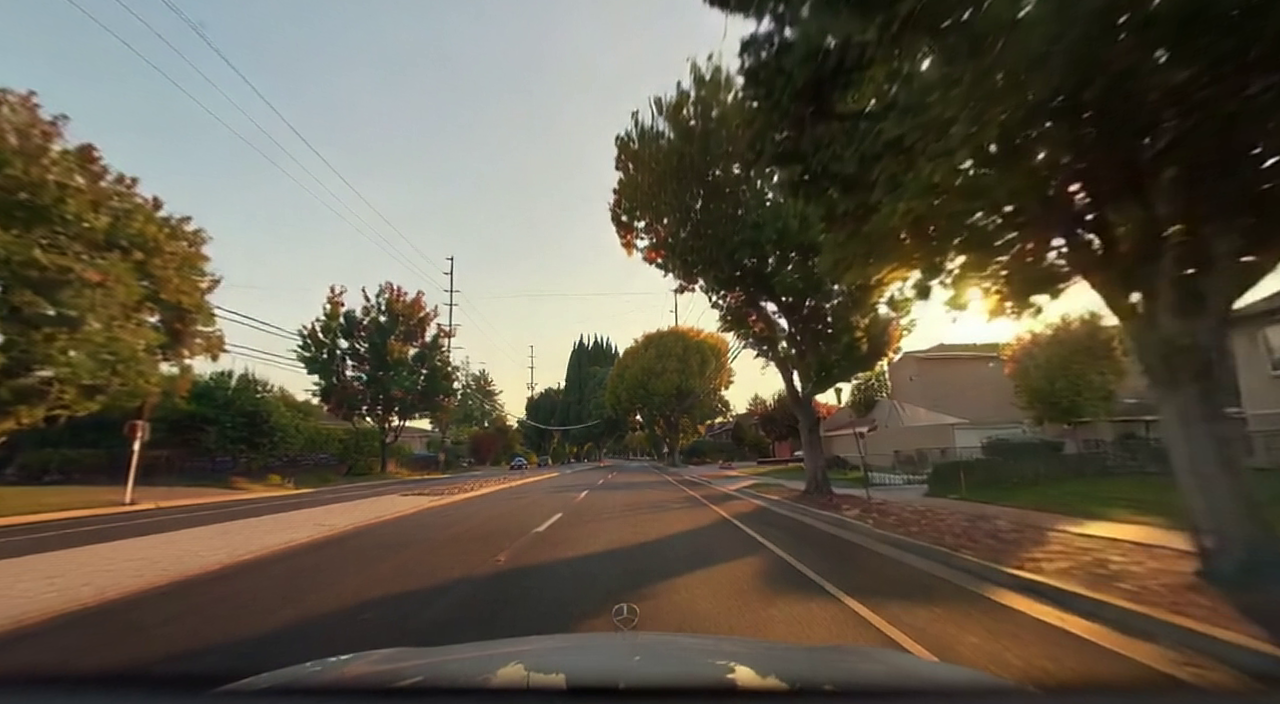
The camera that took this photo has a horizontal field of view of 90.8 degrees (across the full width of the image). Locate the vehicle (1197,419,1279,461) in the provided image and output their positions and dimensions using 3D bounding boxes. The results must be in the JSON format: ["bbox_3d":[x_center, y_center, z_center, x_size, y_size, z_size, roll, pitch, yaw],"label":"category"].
[{"bbox_3d":[29.429,4.206,29.813,1.877,1.757,4.937,1,-10,3],"label":"vehicle"}]
